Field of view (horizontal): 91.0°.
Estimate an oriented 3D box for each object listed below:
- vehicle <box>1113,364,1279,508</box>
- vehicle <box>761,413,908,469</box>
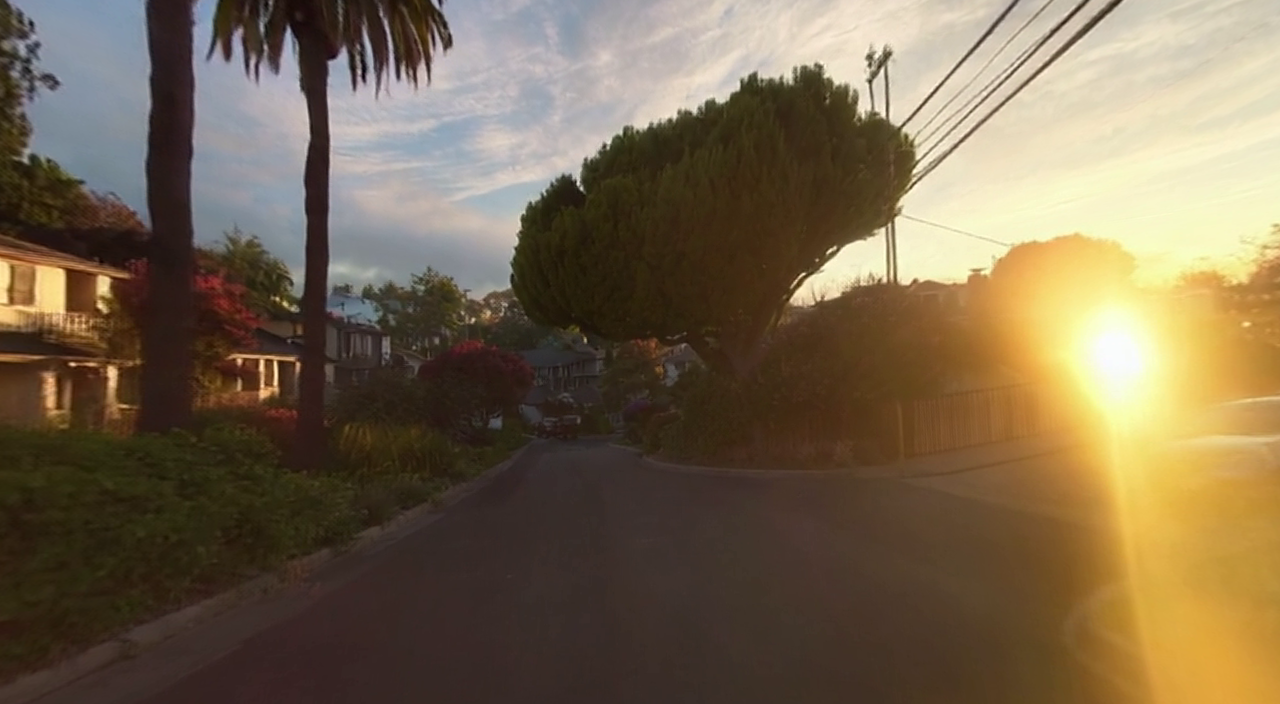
[{"bbox_3d":[10.617,1.430,10.187,4.443,1.948,2.230,2,-13,-16],"label":"vehicle"},{"bbox_3d":[7.856,3.656,25.426,5.663,1.913,2.170,6,-11,-25],"label":"vehicle"}]
